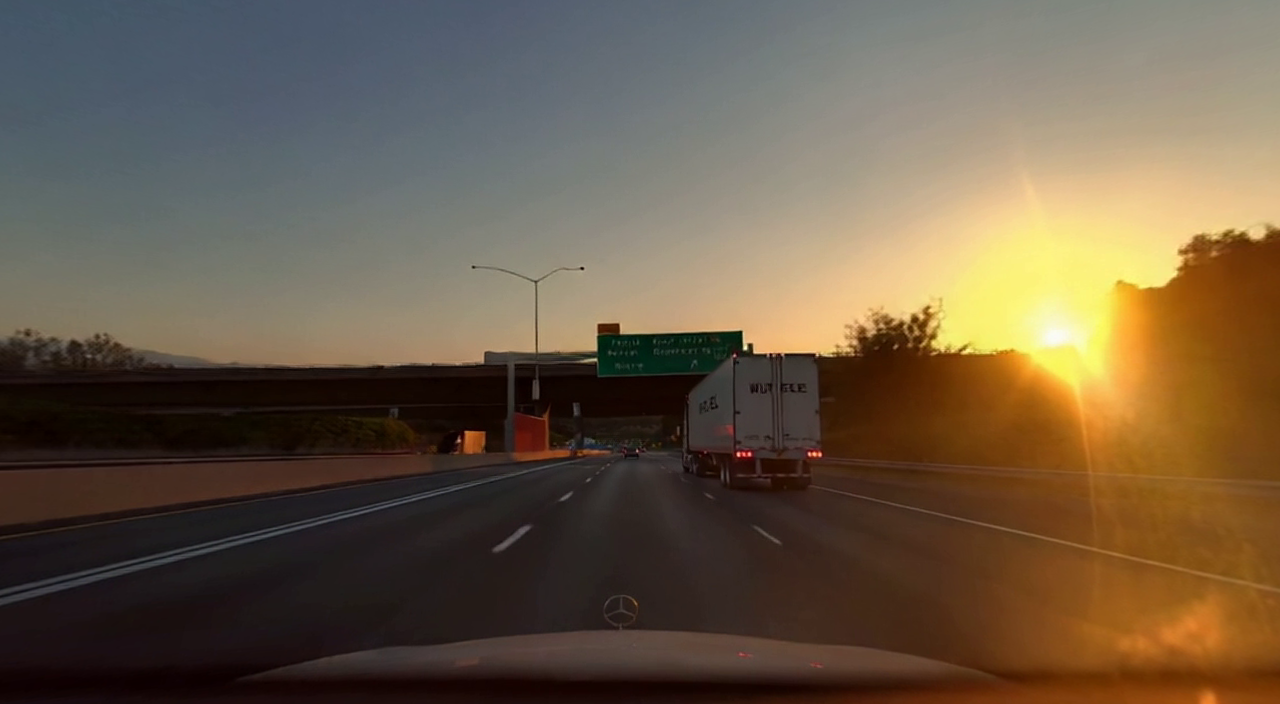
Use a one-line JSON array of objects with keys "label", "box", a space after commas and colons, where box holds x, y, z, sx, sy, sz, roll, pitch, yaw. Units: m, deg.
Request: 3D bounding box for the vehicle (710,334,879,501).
[{"label": "vehicle", "box": [4.175, 2.207, 19.366, 2.869, 4.013, 8.610, 0, -9, -1]}]
